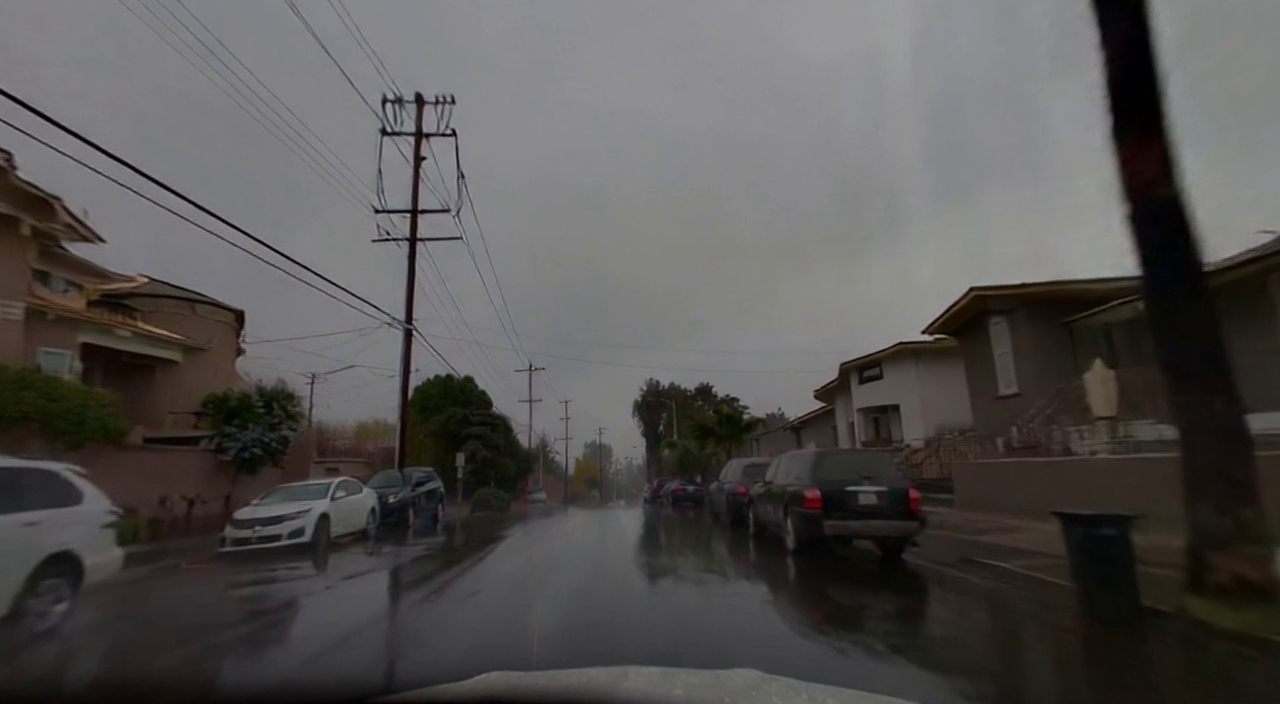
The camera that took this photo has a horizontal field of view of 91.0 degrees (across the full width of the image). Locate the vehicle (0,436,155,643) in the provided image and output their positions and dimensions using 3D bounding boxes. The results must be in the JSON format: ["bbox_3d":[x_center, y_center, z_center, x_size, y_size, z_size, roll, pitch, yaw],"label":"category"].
[{"bbox_3d":[-6.208,1.479,4.671,1.887,1.706,4.411,0,-8,-4],"label":"vehicle"}]

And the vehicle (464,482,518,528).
[{"bbox_3d":[-7.557,7.780,32.372,1.933,1.824,5.142,0,-8,-5],"label":"vehicle"}]

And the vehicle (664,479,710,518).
[{"bbox_3d":[2.104,6.739,29.257,1.756,1.455,3.965,0,-8,-1],"label":"vehicle"}]

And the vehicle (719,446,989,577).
[{"bbox_3d":[2.844,2.222,9.805,2.212,1.476,4.678,1,-8,-5],"label":"vehicle"}]

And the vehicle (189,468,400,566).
[{"bbox_3d":[-6.706,3.213,12.911,1.960,1.437,4.454,0,-8,-3],"label":"vehicle"}]
